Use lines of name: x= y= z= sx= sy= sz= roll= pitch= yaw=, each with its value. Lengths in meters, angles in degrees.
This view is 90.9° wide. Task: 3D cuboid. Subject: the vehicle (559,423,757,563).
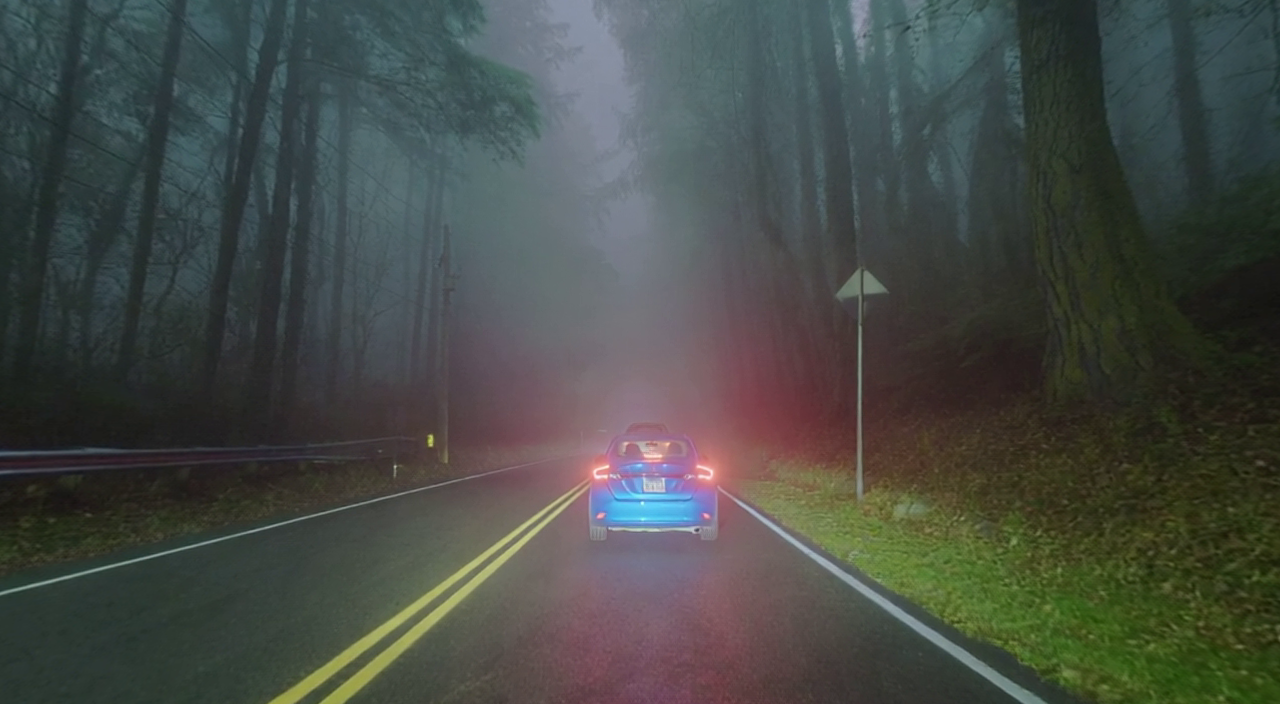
vehicle: x=0.234 y=1.849 z=8.918 sx=2.187 sy=1.533 sz=3.726 roll=0 pitch=-8 yaw=1
